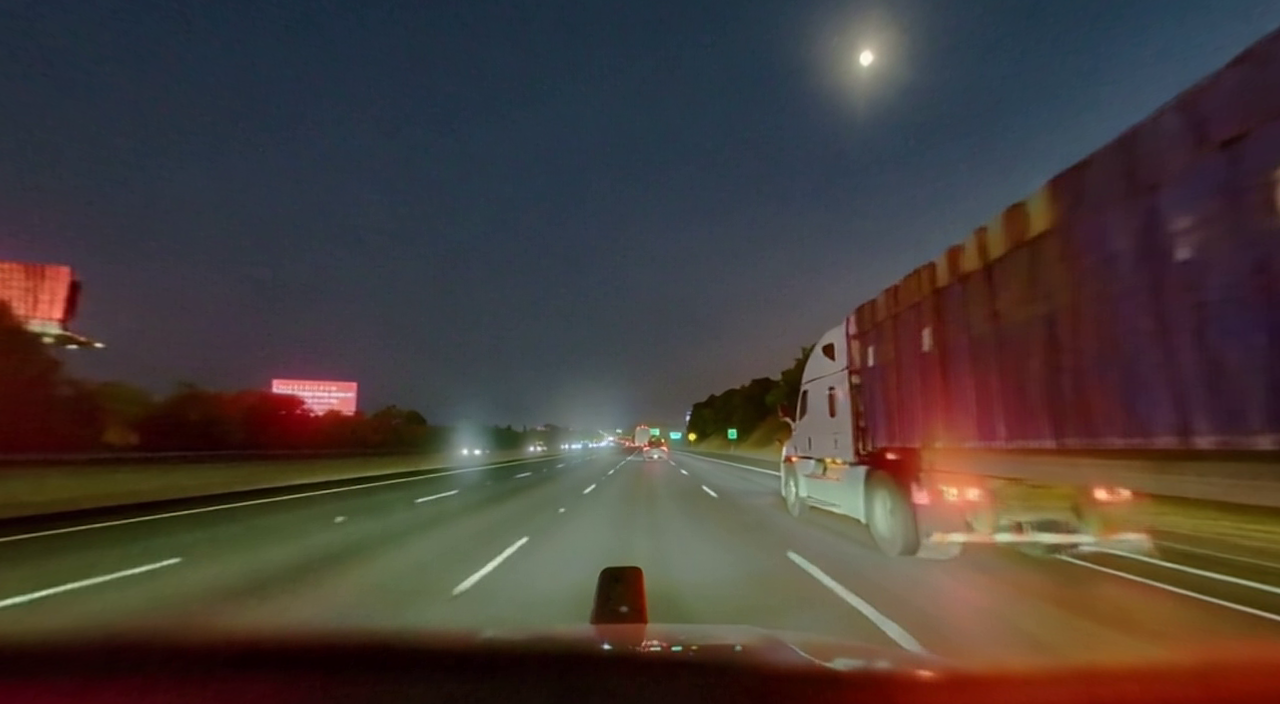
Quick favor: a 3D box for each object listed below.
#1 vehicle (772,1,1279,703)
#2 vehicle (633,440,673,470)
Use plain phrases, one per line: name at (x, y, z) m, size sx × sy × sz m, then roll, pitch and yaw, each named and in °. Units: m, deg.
vehicle at (4.083, 0.453, 7.589) m, size 3.071 × 3.888 × 8.330 m, roll 0°, pitch -8°, yaw -1°
vehicle at (0.652, 5.575, 34.305) m, size 2.042 × 1.528 × 4.300 m, roll 0°, pitch -8°, yaw 0°
